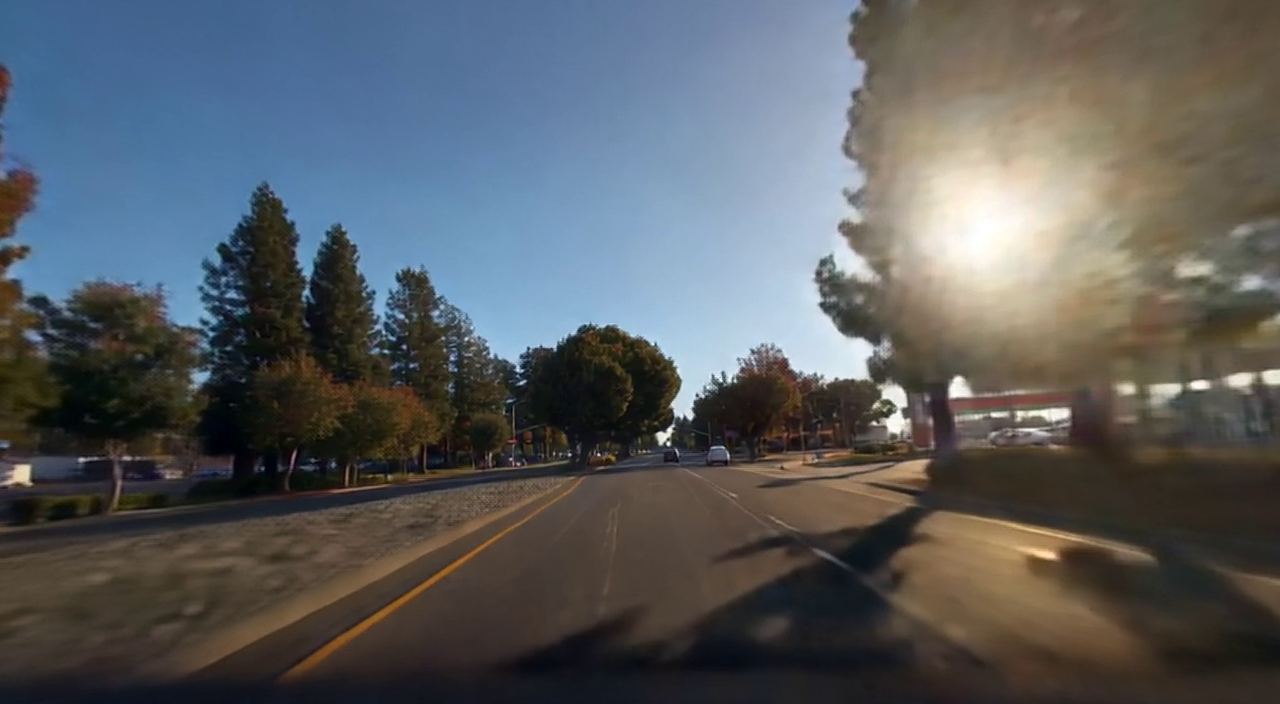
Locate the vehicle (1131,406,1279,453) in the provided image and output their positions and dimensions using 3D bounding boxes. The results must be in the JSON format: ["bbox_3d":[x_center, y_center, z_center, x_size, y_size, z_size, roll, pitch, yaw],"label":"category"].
[{"bbox_3d":[23.163,3.195,25.811,4.479,1.453,1.899,-4,-10,1],"label":"vehicle"}]
